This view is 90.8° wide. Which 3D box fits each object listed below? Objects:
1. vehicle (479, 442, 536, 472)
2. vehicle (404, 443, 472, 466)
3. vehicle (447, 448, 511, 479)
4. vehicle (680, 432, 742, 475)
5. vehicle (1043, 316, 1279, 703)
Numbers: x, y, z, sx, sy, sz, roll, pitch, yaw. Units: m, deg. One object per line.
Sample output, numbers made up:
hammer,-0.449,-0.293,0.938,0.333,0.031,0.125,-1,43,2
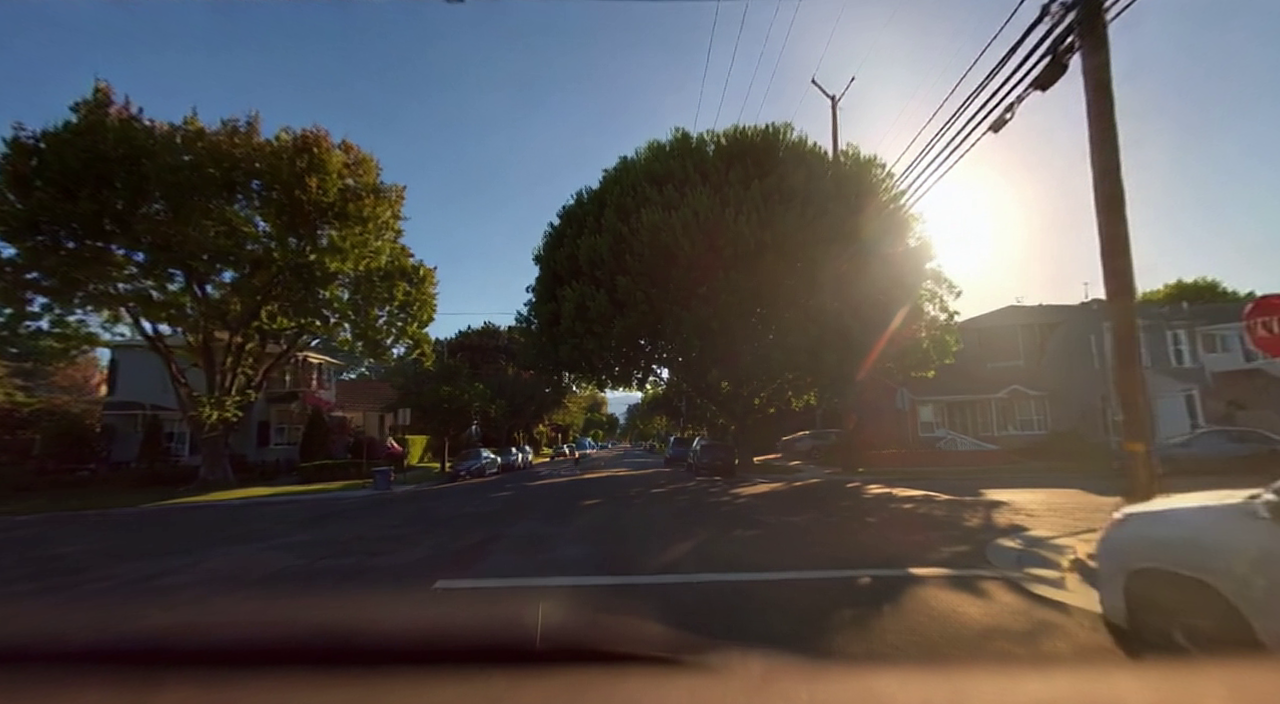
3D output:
vehicle,-7.145,5.710,34.619,1.957,1.549,4.527,0,-9,2
vehicle,-13.488,6.863,42.265,3.905,1.480,1.892,0,-9,-1
vehicle,-7.289,5.054,29.035,1.926,1.307,3.909,0,-9,0
vehicle,3.006,4.436,27.814,2.114,1.708,4.474,0,-9,-1
vehicle,3.170,0.581,1.023,2.035,1.708,4.355,0,-9,-2
